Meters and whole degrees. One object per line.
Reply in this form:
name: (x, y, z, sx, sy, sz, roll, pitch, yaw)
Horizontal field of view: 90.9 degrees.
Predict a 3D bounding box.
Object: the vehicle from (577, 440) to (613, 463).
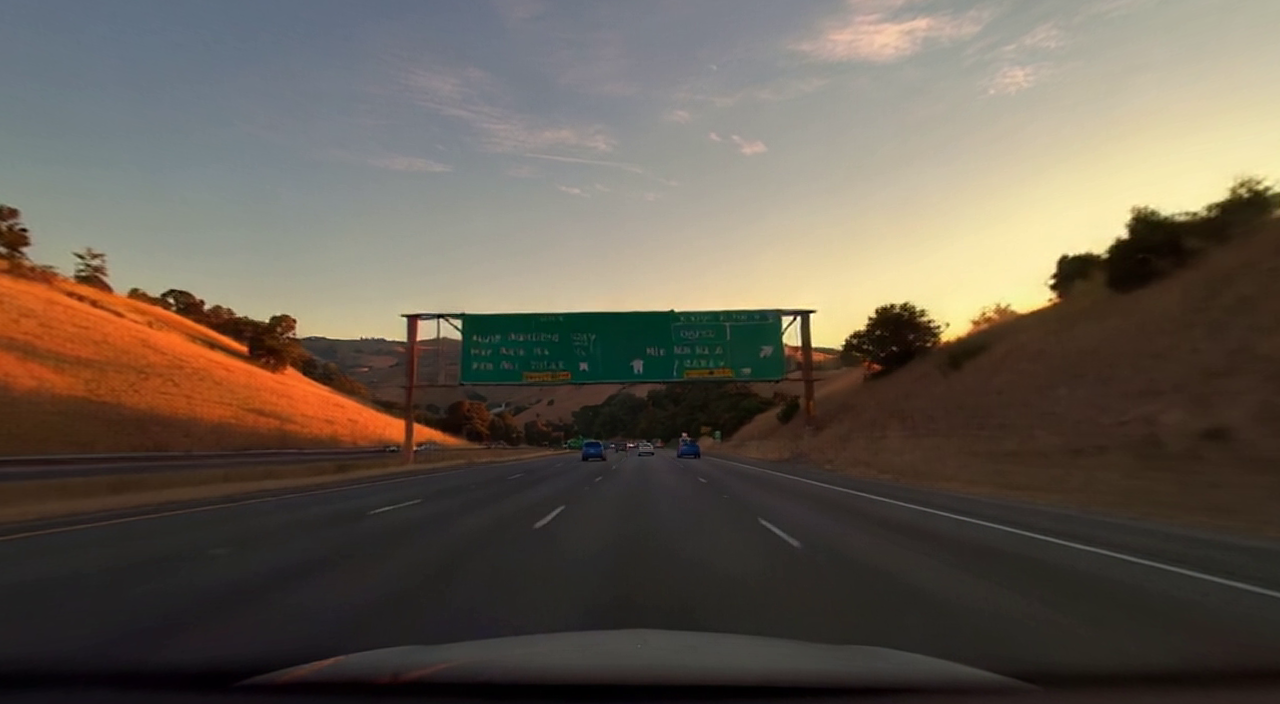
vehicle: (-3.215, 7.191, 45.592, 2.159, 1.562, 4.441, 0, -8, 1)
